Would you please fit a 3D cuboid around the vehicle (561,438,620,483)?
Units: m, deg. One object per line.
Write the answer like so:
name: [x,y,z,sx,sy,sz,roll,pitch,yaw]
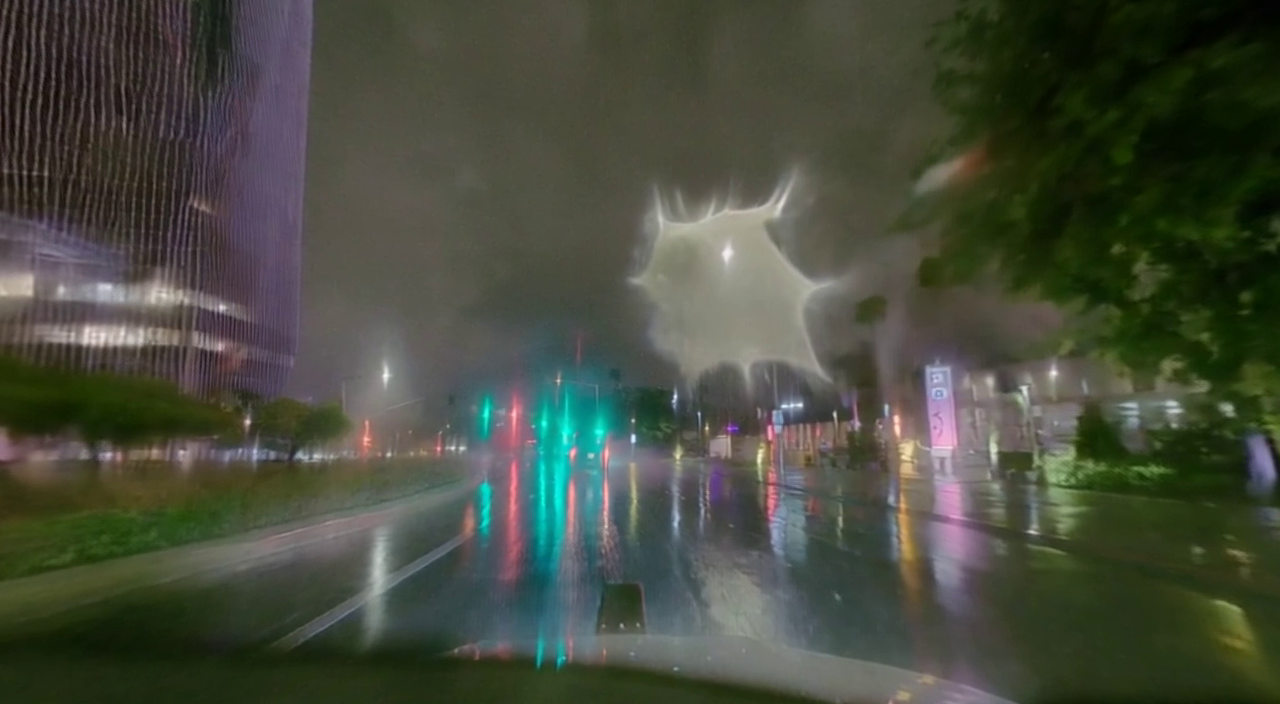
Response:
vehicle: [-2.024,4.404,25.926,2.183,1.675,4.319,1,-9,-4]
